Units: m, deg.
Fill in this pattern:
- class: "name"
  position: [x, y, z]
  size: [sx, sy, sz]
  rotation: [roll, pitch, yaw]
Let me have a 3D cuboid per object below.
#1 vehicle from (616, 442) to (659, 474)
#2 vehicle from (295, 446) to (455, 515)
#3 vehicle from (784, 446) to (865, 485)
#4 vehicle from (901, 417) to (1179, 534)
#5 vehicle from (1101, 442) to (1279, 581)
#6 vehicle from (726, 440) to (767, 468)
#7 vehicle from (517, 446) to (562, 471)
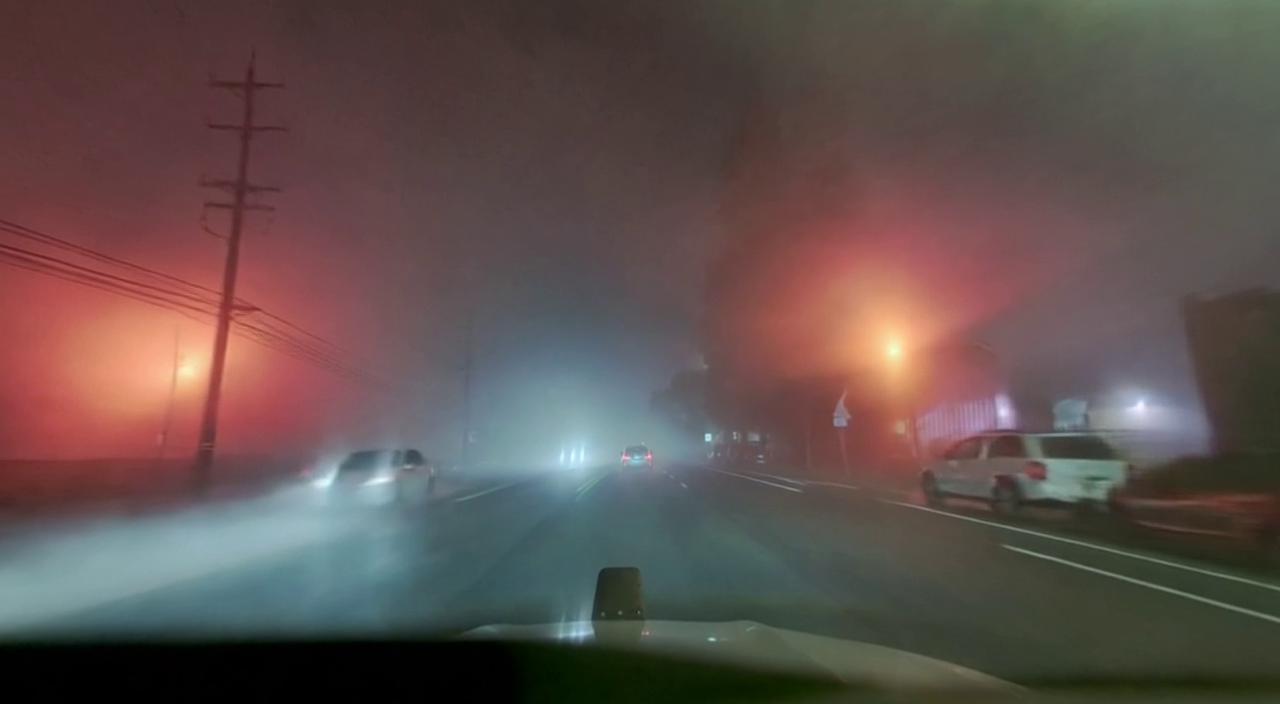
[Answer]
- class: "vehicle"
  position: [-0.152, 5.523, 33.136]
  size: [2.067, 1.547, 4.513]
  rotation: [0, -8, -1]
- class: "vehicle"
  position: [-6.460, 3.140, 16.114]
  size: [2.018, 1.466, 4.631]
  rotation: [-1, -8, 1]
- class: "vehicle"
  position: [7.727, 4.751, 26.932]
  size: [1.936, 1.479, 4.736]
  rotation: [0, -8, -1]
- class: "vehicle"
  position: [7.771, 2.441, 13.222]
  size: [2.188, 1.903, 5.324]
  rotation: [0, -8, -2]
- class: "vehicle"
  position: [7.837, 1.750, 7.014]
  size: [1.833, 1.475, 4.648]
  rotation: [0, -8, -1]
- class: "vehicle"
  position: [7.671, 7.401, 46.016]
  size: [2.026, 1.851, 4.360]
  rotation: [0, -8, -2]
- class: "vehicle"
  position: [-6.354, 6.789, 40.446]
  size: [1.992, 1.476, 4.682]
  rotation: [-1, -8, 1]
